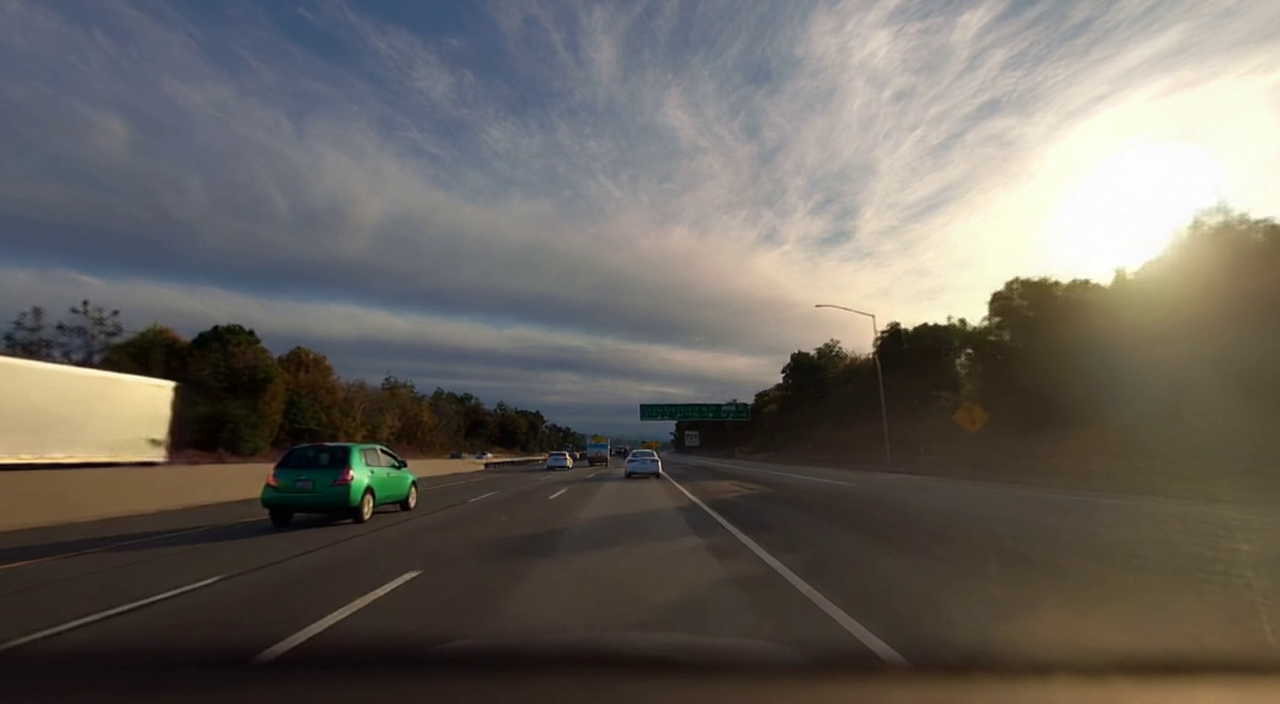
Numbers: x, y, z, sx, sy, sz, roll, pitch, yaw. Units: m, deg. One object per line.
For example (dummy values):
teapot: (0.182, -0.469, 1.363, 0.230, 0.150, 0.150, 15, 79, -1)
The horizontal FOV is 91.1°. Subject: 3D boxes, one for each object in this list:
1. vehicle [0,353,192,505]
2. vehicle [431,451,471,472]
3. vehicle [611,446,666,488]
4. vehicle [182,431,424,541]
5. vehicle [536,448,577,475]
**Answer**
vehicle: (-17.881, 1.899, 15.630, 2.886, 3.856, 14.490, 0, -9, 0)
vehicle: (-13.280, 7.725, 44.346, 1.688, 1.389, 3.649, 0, -9, 0)
vehicle: (-0.067, 4.352, 24.047, 1.940, 1.451, 3.512, 0, -9, -1)
vehicle: (-5.778, 2.338, 11.545, 2.058, 1.626, 4.118, -1, -9, 2)
vehicle: (-4.917, 6.494, 37.464, 1.892, 1.481, 4.180, 0, -9, 0)
